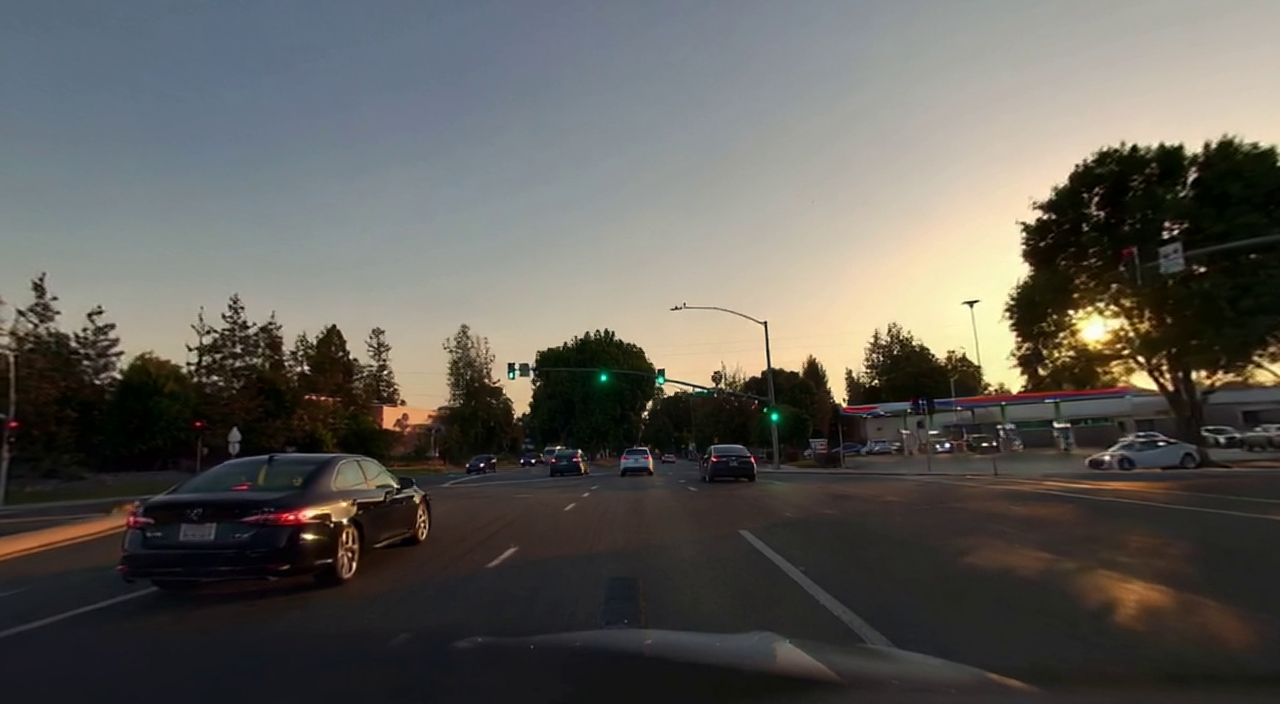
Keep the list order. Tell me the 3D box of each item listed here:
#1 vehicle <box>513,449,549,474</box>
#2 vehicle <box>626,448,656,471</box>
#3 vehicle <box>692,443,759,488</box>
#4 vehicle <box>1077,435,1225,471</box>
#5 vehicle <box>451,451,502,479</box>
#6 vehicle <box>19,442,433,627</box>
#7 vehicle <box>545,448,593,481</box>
[{"bbox_3d":[-8.347,8.372,48.600,1.922,1.660,4.332,-3,-8,1],"label":"vehicle"},{"bbox_3d":[0.049,7.276,42.810,1.934,1.470,3.988,0,-8,-1],"label":"vehicle"},{"bbox_3d":[3.035,4.127,23.249,1.883,1.465,3.975,0,-8,-1],"label":"vehicle"},{"bbox_3d":[21.346,4.217,26.462,4.573,1.419,1.840,0,-8,-1],"label":"vehicle"},{"bbox_3d":[-11.447,7.891,44.430,2.130,1.672,4.549,-4,-8,3],"label":"vehicle"},{"bbox_3d":[-4.083,1.805,7.364,1.803,1.463,4.422,0,-8,1],"label":"vehicle"},{"bbox_3d":[-3.454,5.547,31.327,1.841,1.474,4.038,-1,-8,1],"label":"vehicle"}]
